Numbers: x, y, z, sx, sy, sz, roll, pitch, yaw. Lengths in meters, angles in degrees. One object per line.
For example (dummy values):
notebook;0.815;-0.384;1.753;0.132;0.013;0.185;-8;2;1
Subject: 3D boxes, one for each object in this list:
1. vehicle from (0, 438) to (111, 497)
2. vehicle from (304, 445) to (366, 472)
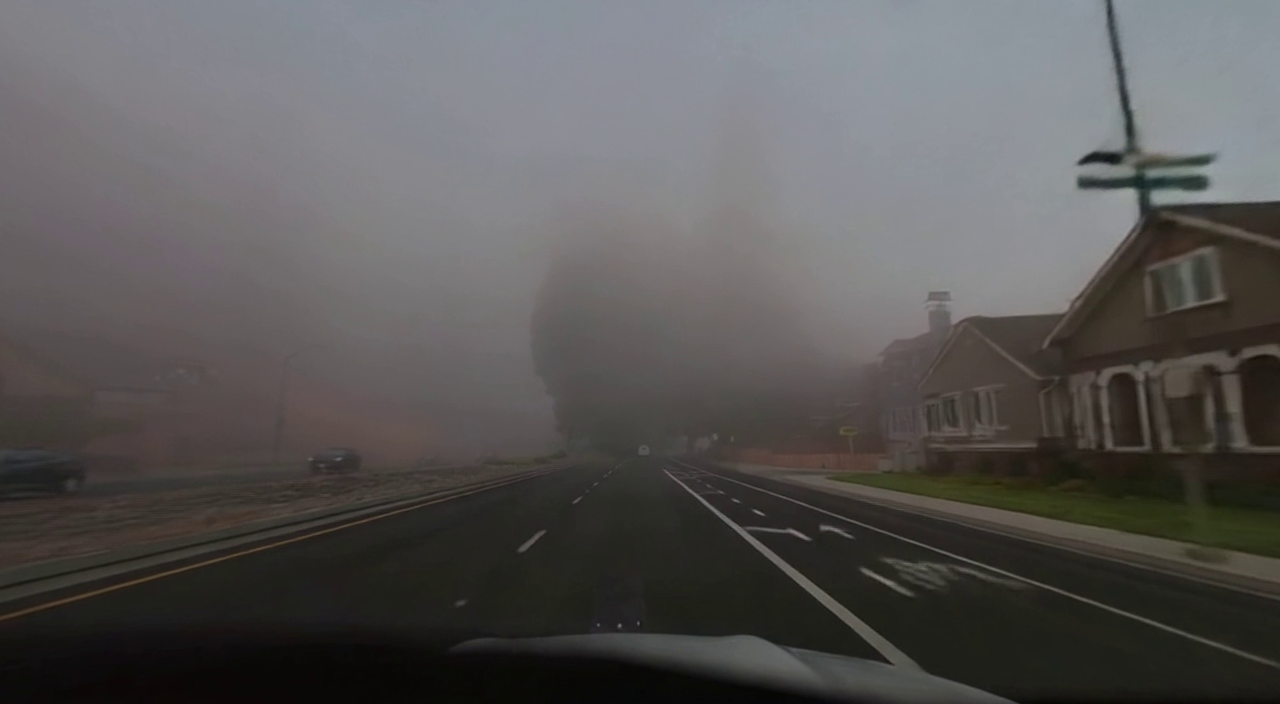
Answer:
vehicle;-19.856;3.613;19.998;2.166;1.720;4.629;0;-9;0
vehicle;-20.341;7.112;42.348;1.887;1.664;4.491;0;-9;0
